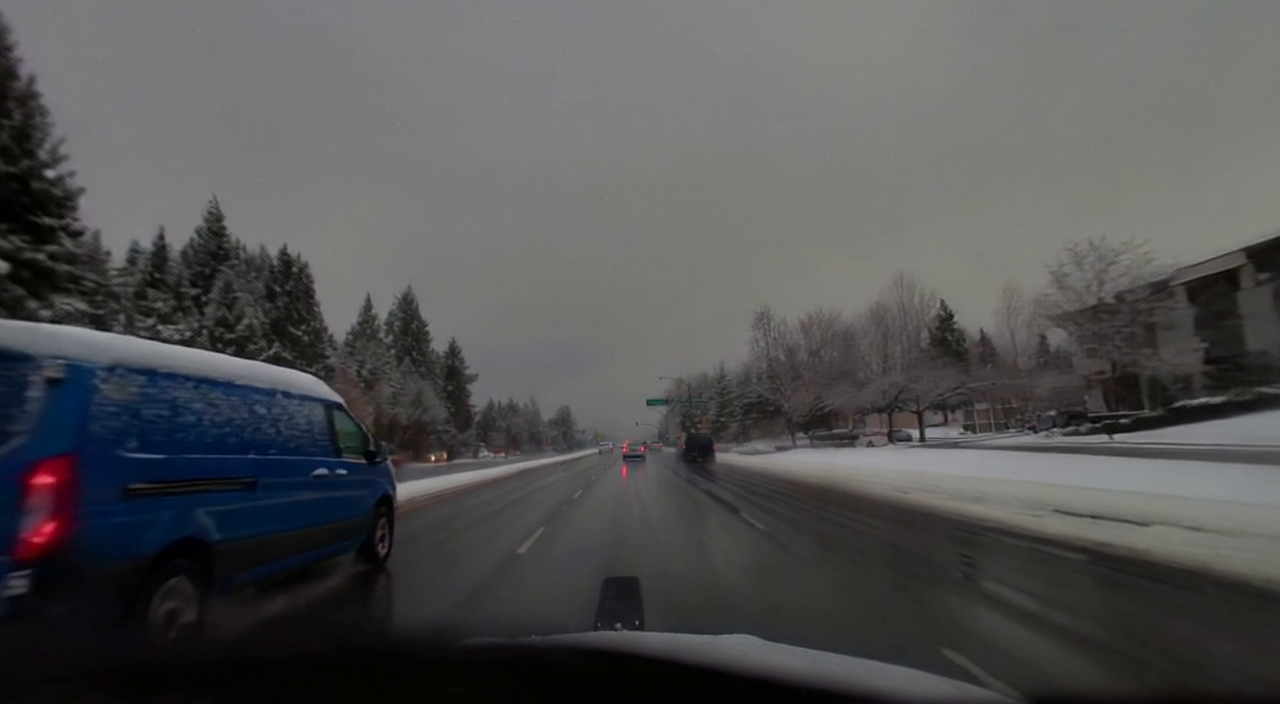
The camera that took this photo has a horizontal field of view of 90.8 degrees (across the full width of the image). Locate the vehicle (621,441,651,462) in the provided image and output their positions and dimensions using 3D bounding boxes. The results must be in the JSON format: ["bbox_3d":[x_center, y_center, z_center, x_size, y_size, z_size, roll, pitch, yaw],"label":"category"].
[{"bbox_3d":[-0.282,7.026,44.782,2.039,1.455,3.826,0,-8,-1],"label":"vehicle"}]

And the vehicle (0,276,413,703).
[{"bbox_3d":[-3.482,0.935,4.333,2.075,1.863,4.744,0,-8,0],"label":"vehicle"}]

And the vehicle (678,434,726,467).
[{"bbox_3d":[3.451,5.566,35.792,2.181,1.781,4.257,0,-8,-1],"label":"vehicle"}]
